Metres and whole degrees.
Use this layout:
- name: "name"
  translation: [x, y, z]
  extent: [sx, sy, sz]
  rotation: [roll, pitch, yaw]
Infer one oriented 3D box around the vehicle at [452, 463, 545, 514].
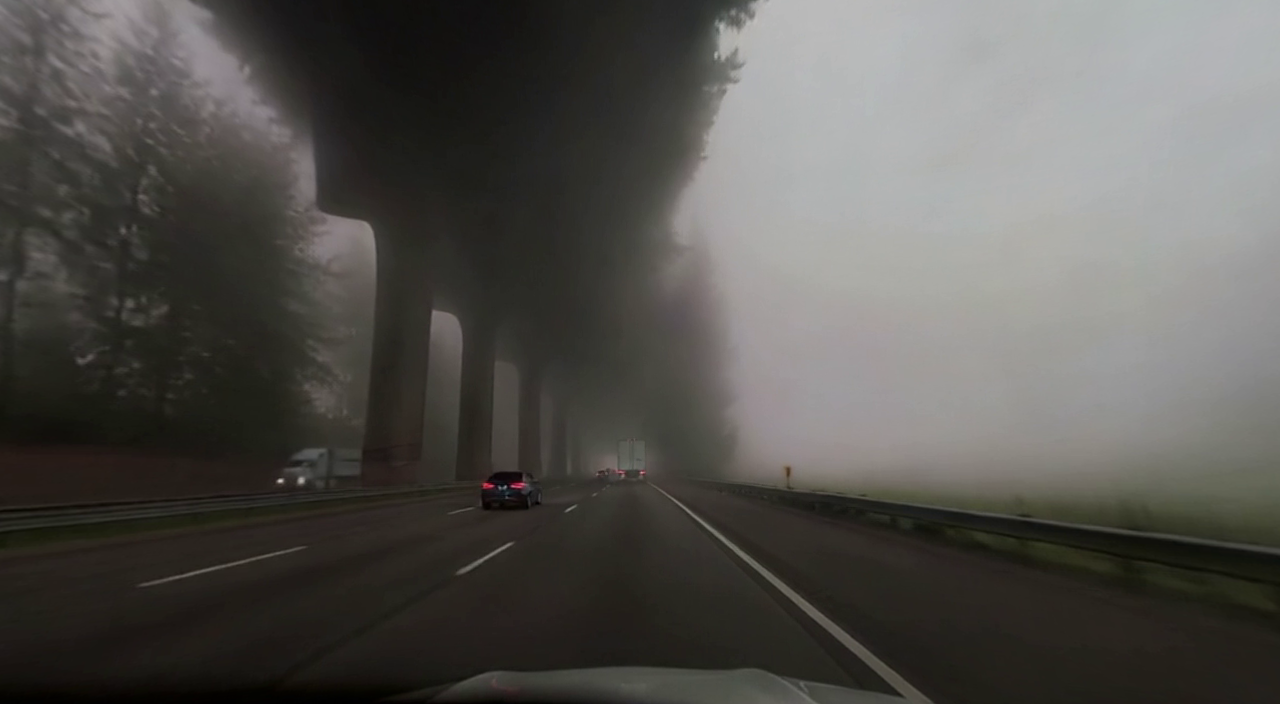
- name: "vehicle"
  translation: [-4.510, 4.456, 20.939]
  extent: [1.950, 1.460, 4.812]
  rotation: [1, -10, 0]
